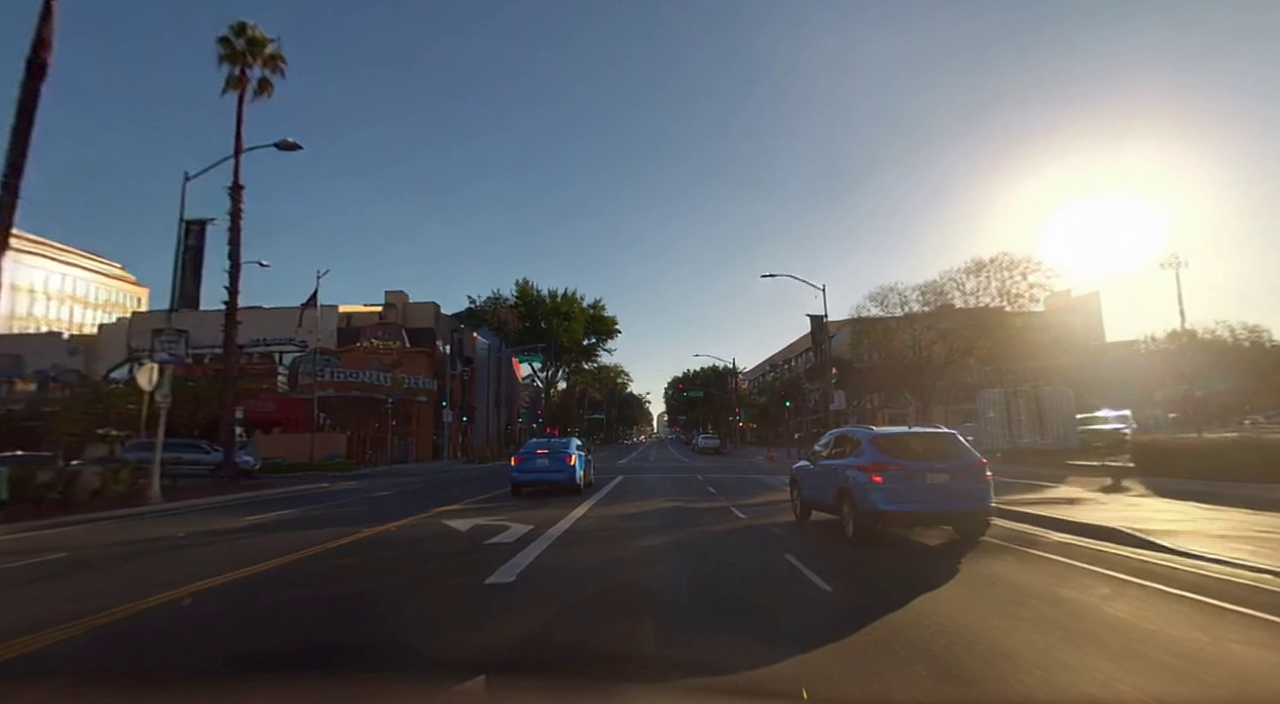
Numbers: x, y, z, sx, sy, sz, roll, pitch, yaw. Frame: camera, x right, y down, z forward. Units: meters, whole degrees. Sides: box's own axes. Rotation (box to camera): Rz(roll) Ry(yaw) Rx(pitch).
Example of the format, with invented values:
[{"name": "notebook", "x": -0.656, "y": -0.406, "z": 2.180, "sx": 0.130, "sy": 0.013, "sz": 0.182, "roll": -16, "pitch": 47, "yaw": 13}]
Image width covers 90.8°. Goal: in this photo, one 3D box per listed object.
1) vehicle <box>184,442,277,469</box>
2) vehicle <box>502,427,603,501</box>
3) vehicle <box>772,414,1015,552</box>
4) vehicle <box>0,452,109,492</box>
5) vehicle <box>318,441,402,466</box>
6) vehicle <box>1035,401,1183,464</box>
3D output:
[{"name": "vehicle", "x": -27.425, "y": 6.930, "z": 42.425, "sx": 4.683, "sy": 1.748, "sz": 2.076, "roll": 0, "pitch": -8, "yaw": -3}, {"name": "vehicle", "x": -2.158, "y": 2.904, "z": 16.861, "sx": 2.063, "sy": 1.664, "sz": 4.471, "roll": 0, "pitch": -8, "yaw": 0}, {"name": "vehicle", "x": 3.563, "y": 1.917, "z": 9.953, "sx": 1.983, "sy": 1.654, "sz": 4.354, "roll": 0, "pitch": -8, "yaw": 0}, {"name": "vehicle", "x": -25.126, "y": 4.882, "z": 25.868, "sx": 1.800, "sy": 1.462, "sz": 4.752, "roll": -4, "pitch": -9, "yaw": 21}, {"name": "vehicle", "x": -19.266, "y": 7.007, "z": 43.648, "sx": 4.834, "sy": 1.589, "sz": 1.907, "roll": 0, "pitch": -8, "yaw": -6}, {"name": "vehicle", "x": 16.734, "y": 2.884, "z": 22.466, "sx": 5.652, "sy": 1.992, "sz": 2.202, "roll": 5, "pitch": -10, "yaw": -32}]
